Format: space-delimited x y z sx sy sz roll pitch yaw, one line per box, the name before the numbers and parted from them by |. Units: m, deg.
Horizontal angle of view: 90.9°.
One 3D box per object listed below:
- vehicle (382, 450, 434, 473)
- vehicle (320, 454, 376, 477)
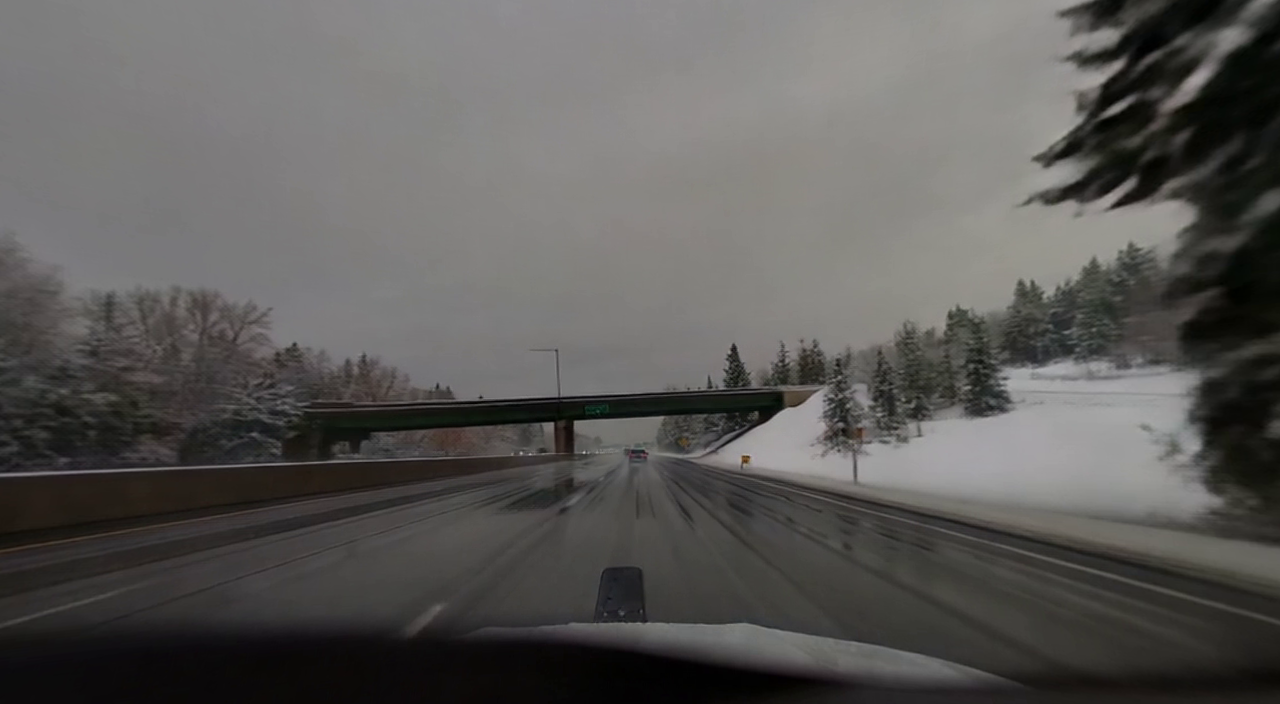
vehicle | -16.046 7.574 43.840 1.829 1.471 4.594 0 -9 1
vehicle | -19.918 7.740 43.216 1.933 1.457 3.889 0 -9 1
